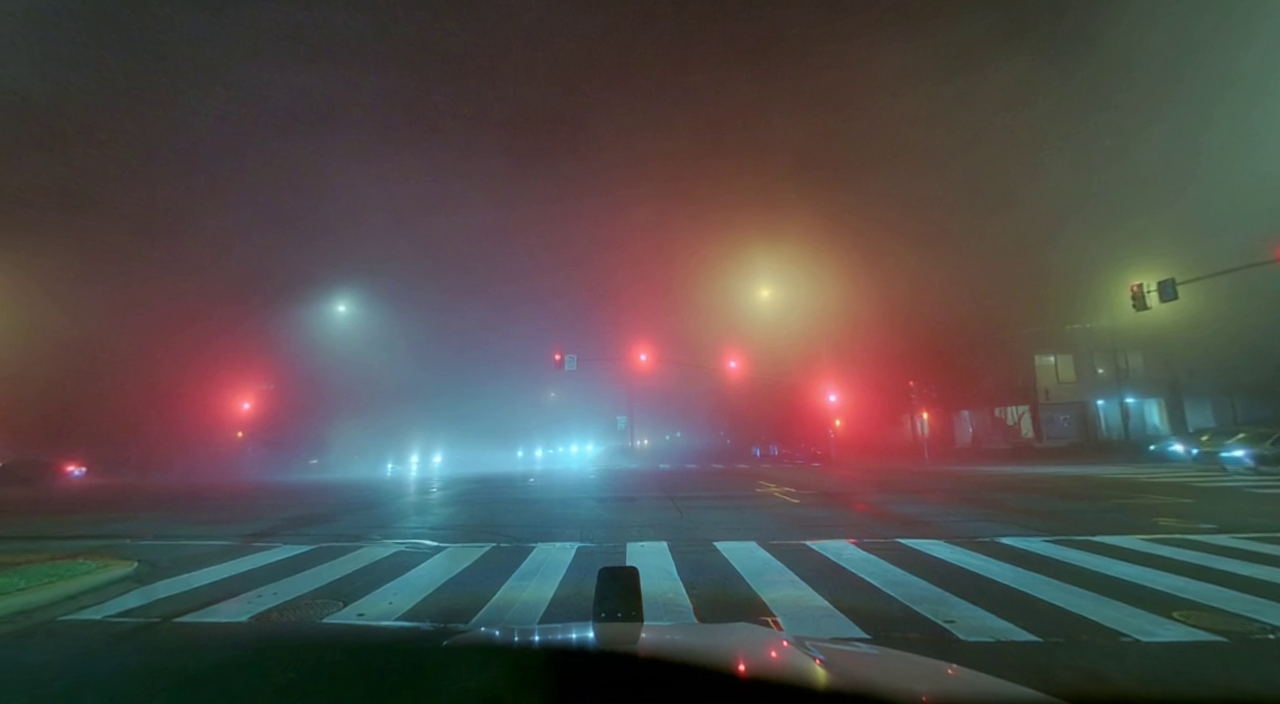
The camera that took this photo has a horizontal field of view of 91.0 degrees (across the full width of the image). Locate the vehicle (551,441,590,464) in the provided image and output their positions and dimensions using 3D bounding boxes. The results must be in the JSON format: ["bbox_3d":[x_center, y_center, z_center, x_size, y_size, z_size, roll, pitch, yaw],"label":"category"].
[{"bbox_3d":[-4.534,6.645,41.669,1.954,1.431,4.050,-1,-9,2],"label":"vehicle"}]

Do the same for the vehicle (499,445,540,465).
[{"bbox_3d":[-8.095,6.946,42.620,1.910,1.321,3.692,0,-9,2],"label":"vehicle"}]

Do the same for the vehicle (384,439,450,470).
[{"bbox_3d":[-15.142,6.986,43.161,2.340,1.946,5.450,0,-9,2],"label":"vehicle"}]

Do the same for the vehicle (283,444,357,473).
[{"bbox_3d":[-21.698,7.217,42.968,2.032,1.839,4.884,-1,-9,7],"label":"vehicle"}]

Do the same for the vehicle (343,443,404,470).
[{"bbox_3d":[-18.543,7.276,43.992,2.237,1.801,4.541,0,-9,1],"label":"vehicle"}]

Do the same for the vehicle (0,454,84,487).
[{"bbox_3d":[-29.617,5.589,29.754,4.512,1.436,1.899,4,-10,-27],"label":"vehicle"}]

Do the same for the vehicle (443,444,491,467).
[{"bbox_3d":[-11.641,6.998,42.724,1.911,1.476,4.297,-1,-9,2],"label":"vehicle"}]

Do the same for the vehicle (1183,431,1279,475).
[{"bbox_3d":[22.316,3.551,22.251,4.474,1.477,1.908,0,-9,-3],"label":"vehicle"}]
